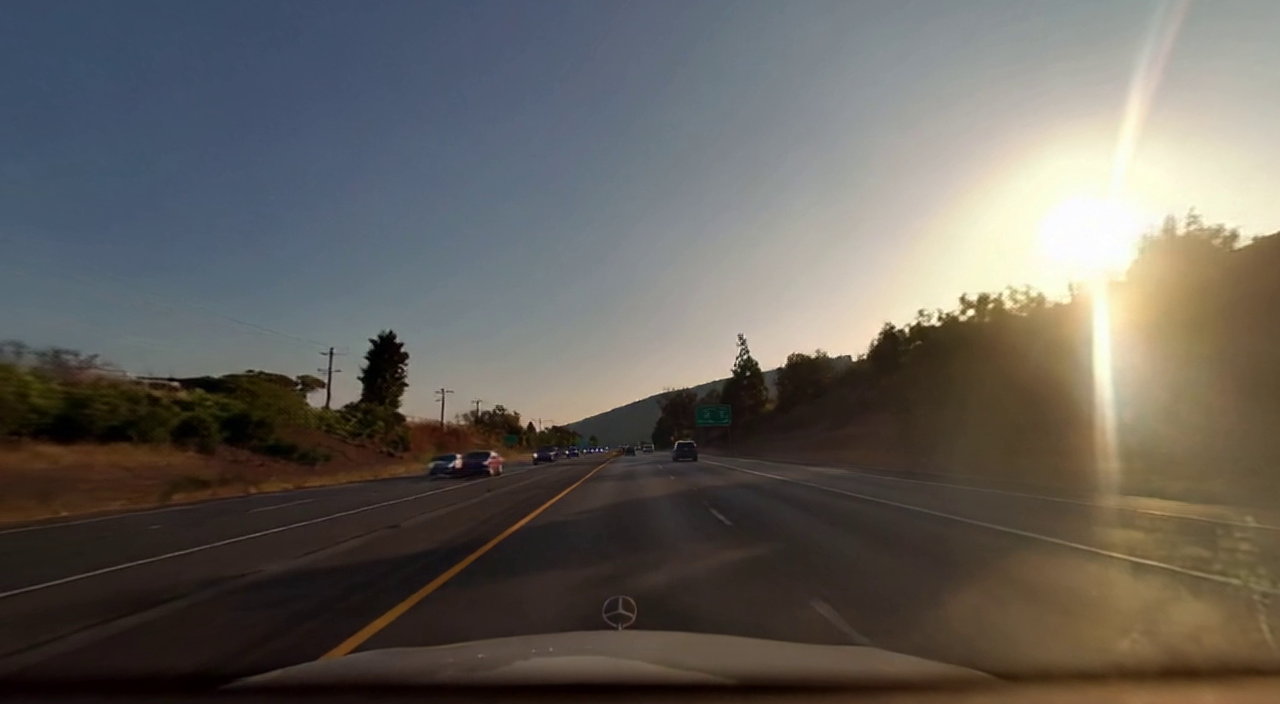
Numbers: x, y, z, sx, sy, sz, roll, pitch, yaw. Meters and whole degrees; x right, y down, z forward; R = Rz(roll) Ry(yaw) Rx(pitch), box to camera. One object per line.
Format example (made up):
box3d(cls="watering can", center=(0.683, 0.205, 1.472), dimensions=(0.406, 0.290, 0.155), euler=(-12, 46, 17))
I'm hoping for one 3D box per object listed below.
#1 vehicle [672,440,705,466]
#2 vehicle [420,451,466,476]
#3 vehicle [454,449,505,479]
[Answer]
box3d(cls="vehicle", center=(3.291, 6.694, 41.743), dimensions=(1.972, 1.614, 4.025), euler=(-2, -9, 7))
box3d(cls="vehicle", center=(-13.327, 7.526, 42.652), dimensions=(1.920, 1.572, 4.264), euler=(0, -9, -3))
box3d(cls="vehicle", center=(-8.891, 6.200, 35.070), dimensions=(1.893, 1.548, 4.117), euler=(0, -9, -2))
